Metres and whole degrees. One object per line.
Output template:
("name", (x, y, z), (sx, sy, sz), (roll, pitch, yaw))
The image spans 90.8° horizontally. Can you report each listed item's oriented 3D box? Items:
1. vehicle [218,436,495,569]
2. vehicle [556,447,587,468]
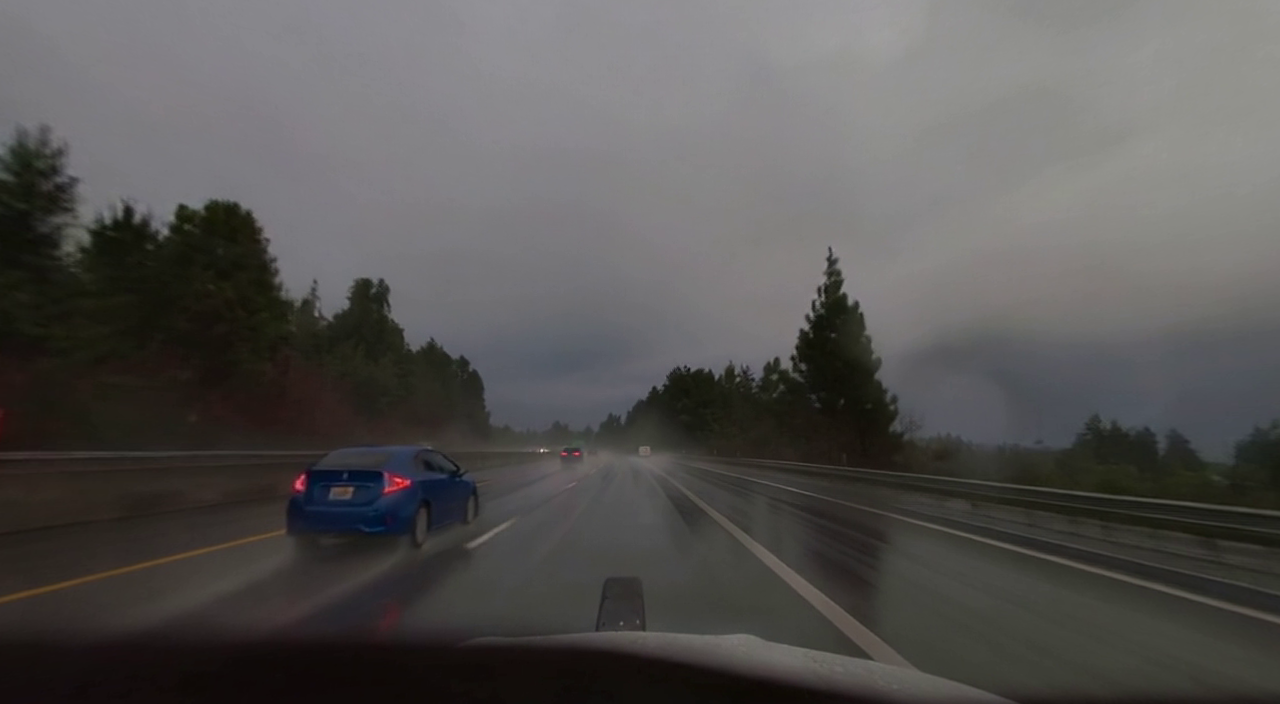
("vehicle", (-3.808, 2.089, 9.721), (1.957, 1.499, 4.965), (0, -9, 0))
("vehicle", (-5.376, 8.340, 49.996), (2.049, 1.521, 4.366), (0, -9, -2))
